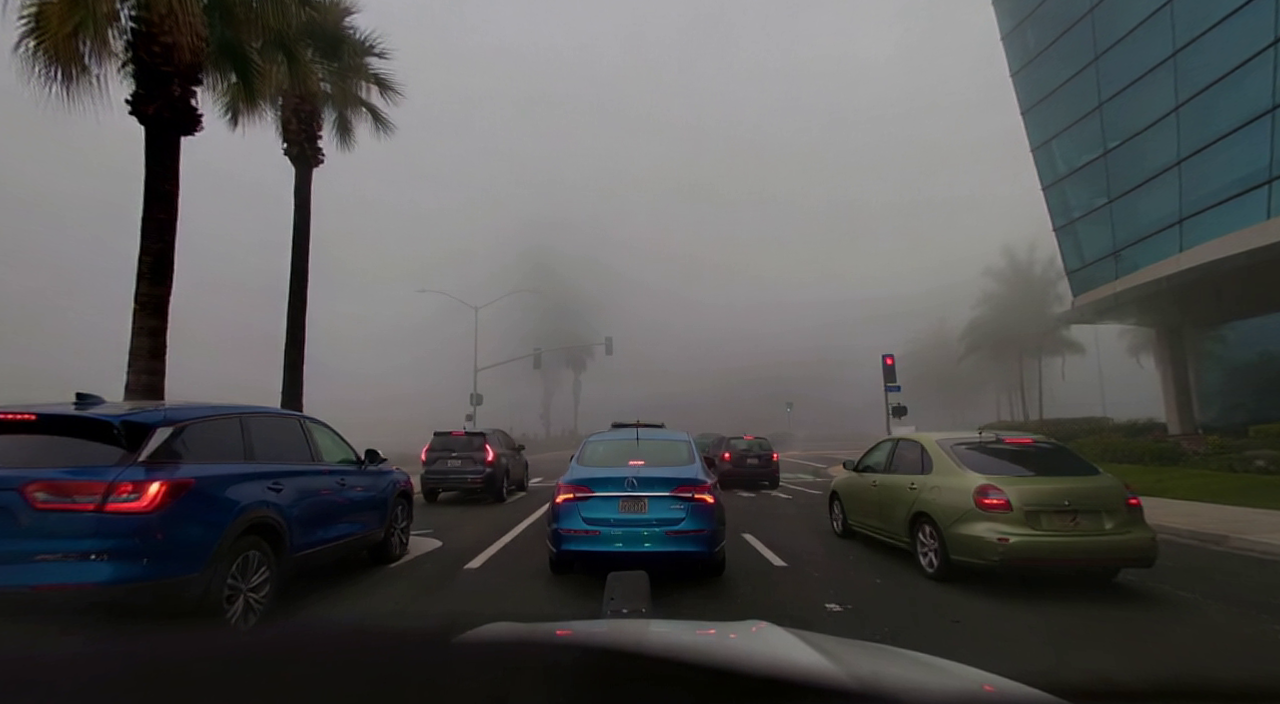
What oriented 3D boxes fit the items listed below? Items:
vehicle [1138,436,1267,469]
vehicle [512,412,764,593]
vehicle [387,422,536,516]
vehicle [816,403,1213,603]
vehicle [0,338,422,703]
[{"bbox_3d":[25.454,4.539,28.637,4.014,1.417,1.777,-1,-8,5],"label":"vehicle"},{"bbox_3d":[-0.057,1.653,7.808,2.219,1.586,4.321,0,-8,-1],"label":"vehicle"},{"bbox_3d":[-3.472,2.347,13.067,1.917,1.631,3.768,0,-8,1],"label":"vehicle"},{"bbox_3d":[3.836,1.617,7.673,2.064,1.696,4.431,0,-8,0],"label":"vehicle"},{"bbox_3d":[-3.541,1.133,5.079,2.014,1.775,4.404,0,-8,-1],"label":"vehicle"}]
